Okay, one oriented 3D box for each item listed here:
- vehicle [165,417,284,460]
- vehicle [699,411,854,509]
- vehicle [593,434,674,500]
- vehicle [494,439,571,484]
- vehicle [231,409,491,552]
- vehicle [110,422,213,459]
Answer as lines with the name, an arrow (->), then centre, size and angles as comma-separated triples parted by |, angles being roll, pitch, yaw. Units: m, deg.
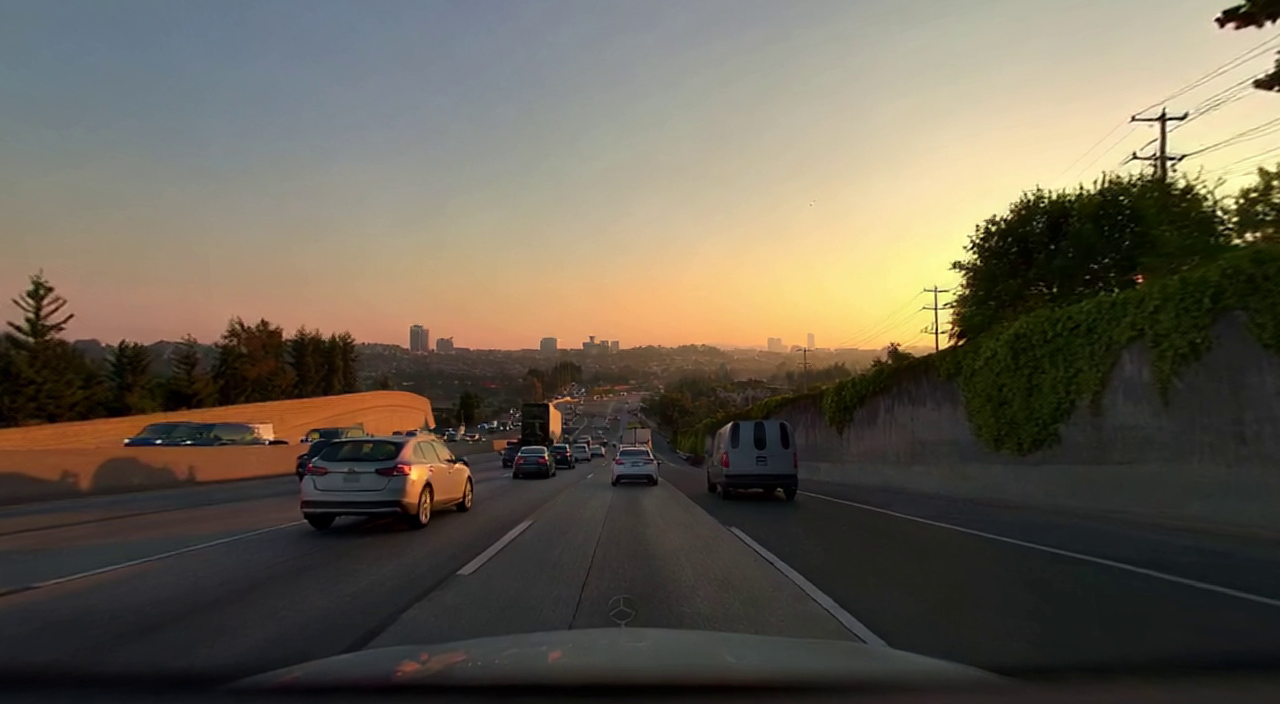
vehicle -> -20.597, 4.373, 31.669 | 2.071, 1.972, 5.676 | 0, -8, 0
vehicle -> 3.277, 2.798, 16.832 | 2.793, 2.132, 5.682 | 0, -8, -1
vehicle -> -0.182, 3.228, 18.176 | 2.092, 1.671, 3.889 | 0, -8, 0
vehicle -> -3.910, 4.065, 23.809 | 2.049, 1.530, 4.707 | 0, -8, 0
vehicle -> -3.941, 1.894, 9.986 | 2.026, 1.719, 4.490 | 0, -8, 0
vehicle -> -24.481, 4.589, 32.505 | 2.056, 1.752, 4.276 | 0, -8, -2
